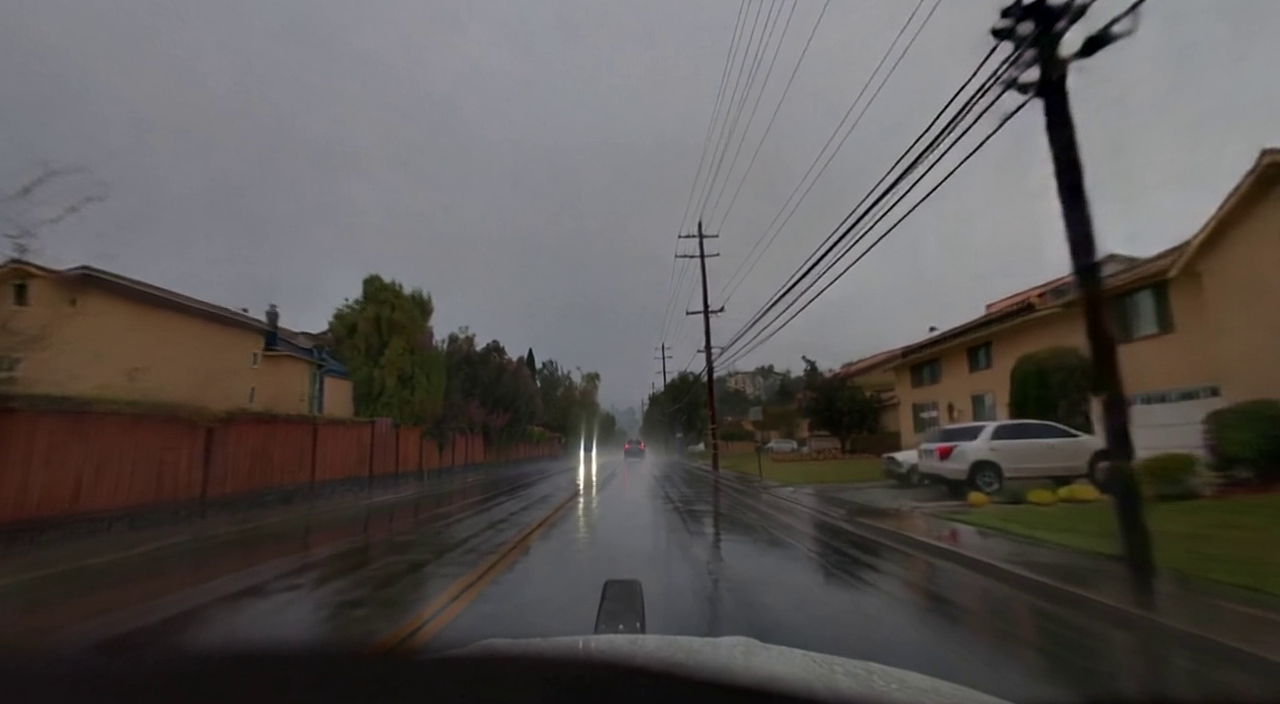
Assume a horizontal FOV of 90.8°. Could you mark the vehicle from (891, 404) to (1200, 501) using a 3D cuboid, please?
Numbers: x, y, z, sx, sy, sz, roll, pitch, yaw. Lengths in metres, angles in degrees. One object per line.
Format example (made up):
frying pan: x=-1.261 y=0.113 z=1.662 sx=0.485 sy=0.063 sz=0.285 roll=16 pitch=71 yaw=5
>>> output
vehicle: x=9.341 y=2.370 z=15.022 sx=5.590 sy=2.067 sz=2.553 roll=0 pitch=-9 yaw=-3
